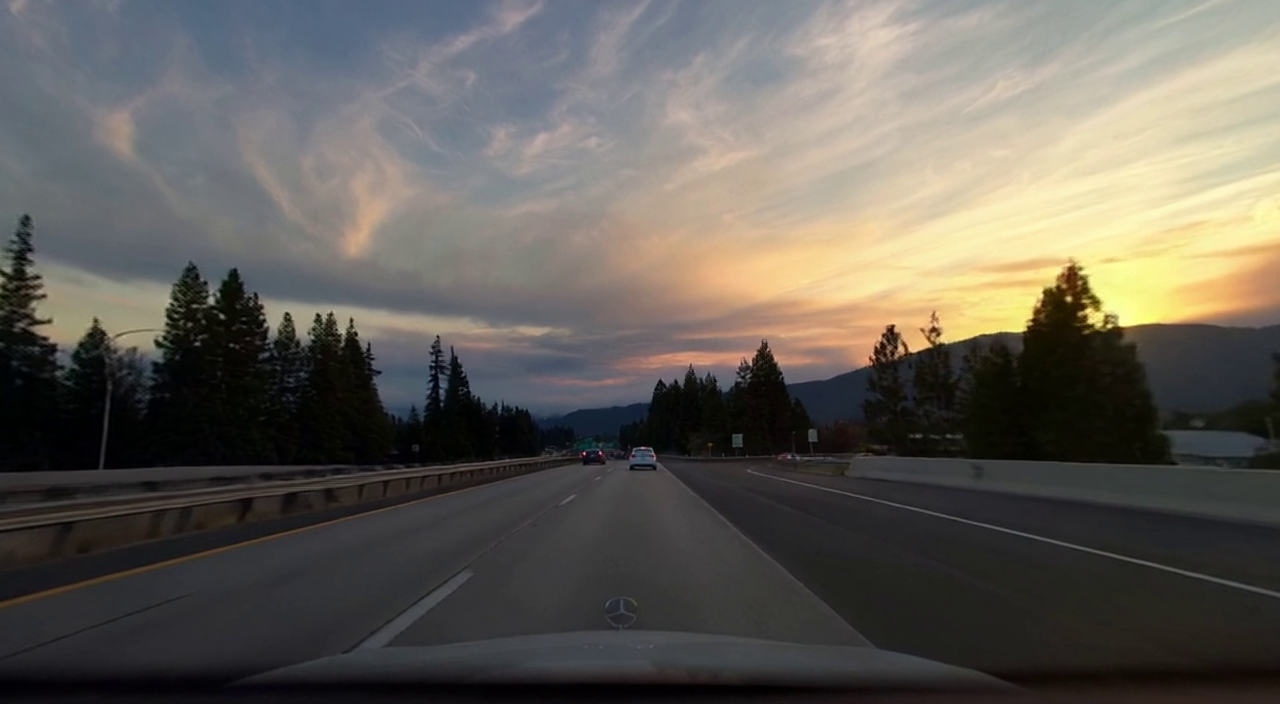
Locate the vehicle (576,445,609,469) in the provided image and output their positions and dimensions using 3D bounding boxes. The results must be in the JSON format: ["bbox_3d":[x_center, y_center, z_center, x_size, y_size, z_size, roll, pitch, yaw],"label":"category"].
[{"bbox_3d":[-3.576,8.047,48.421,2.130,1.741,4.665,0,-9,1],"label":"vehicle"}]

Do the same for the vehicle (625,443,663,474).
[{"bbox_3d":[0.226,6.141,36.412,2.130,1.684,3.826,0,-9,0],"label":"vehicle"}]
